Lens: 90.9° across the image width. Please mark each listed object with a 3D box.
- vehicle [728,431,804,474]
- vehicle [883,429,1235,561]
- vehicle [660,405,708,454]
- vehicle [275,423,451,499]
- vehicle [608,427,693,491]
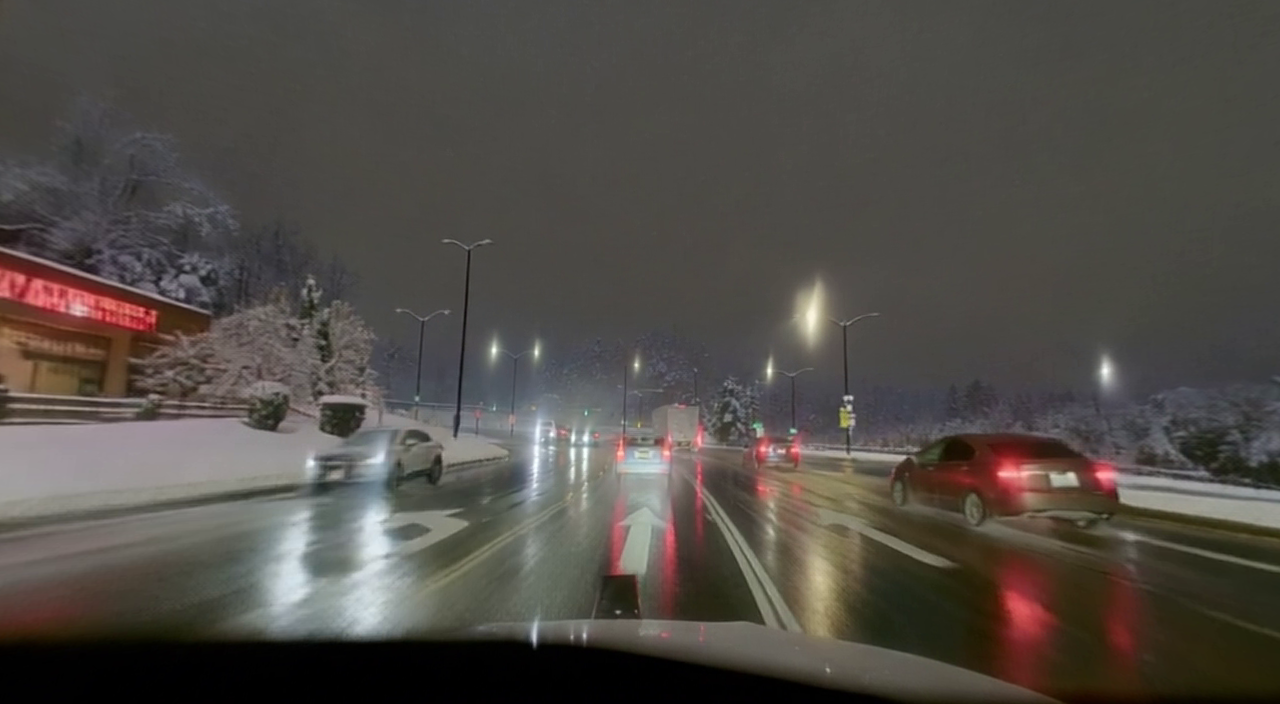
[{"bbox_3d":[4.651,3.746,23.785,1.889,1.480,3.876,1,-8,-3],"label":"vehicle"},{"bbox_3d":[5.564,1.901,9.423,2.081,1.434,4.833,0,-8,2],"label":"vehicle"},{"bbox_3d":[3.242,5.986,48.354,2.917,3.482,6.946,0,-8,-2],"label":"vehicle"},{"bbox_3d":[-6.198,2.466,14.815,1.980,1.499,4.417,0,-8,2],"label":"vehicle"},{"bbox_3d":[0.279,2.734,16.517,1.991,1.472,3.518,0,-8,1],"label":"vehicle"}]
